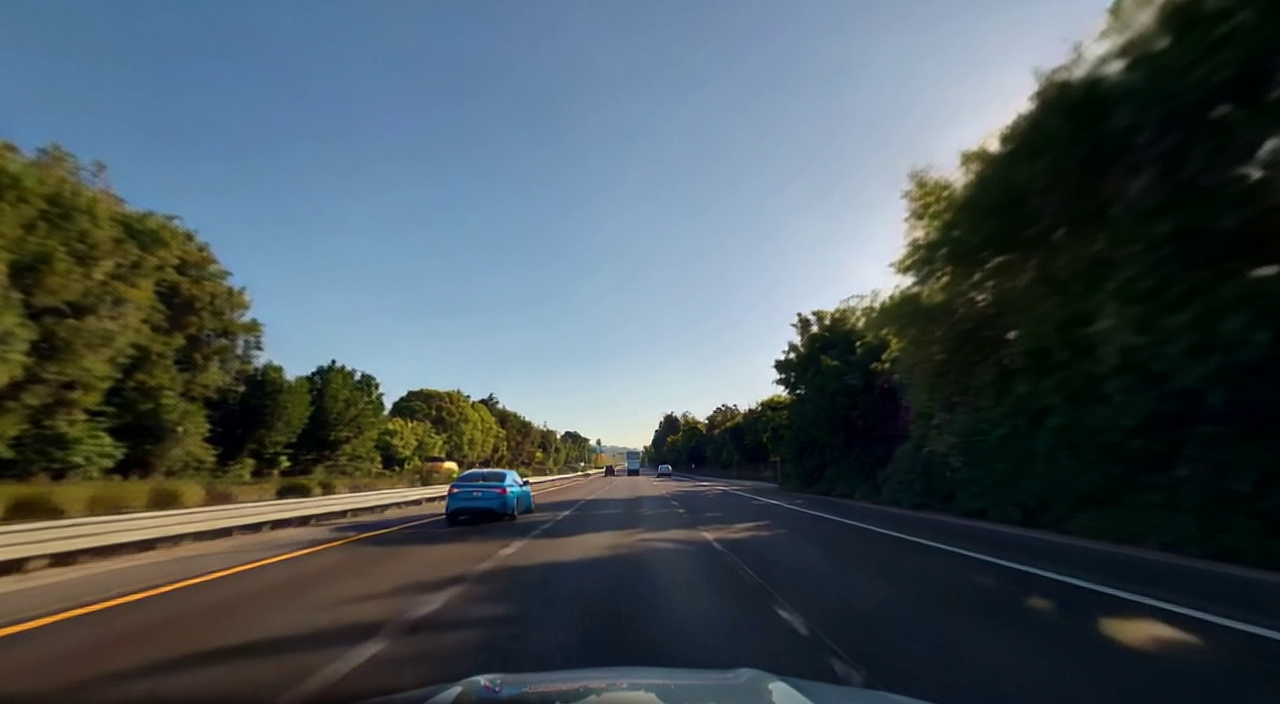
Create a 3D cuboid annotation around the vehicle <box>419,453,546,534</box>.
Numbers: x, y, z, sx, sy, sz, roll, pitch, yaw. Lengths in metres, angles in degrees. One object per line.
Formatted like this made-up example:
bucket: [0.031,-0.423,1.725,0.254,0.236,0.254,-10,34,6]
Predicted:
vehicle: [-3.425,3.171,14.512,1.797,1.532,4.072,1,-10,1]
